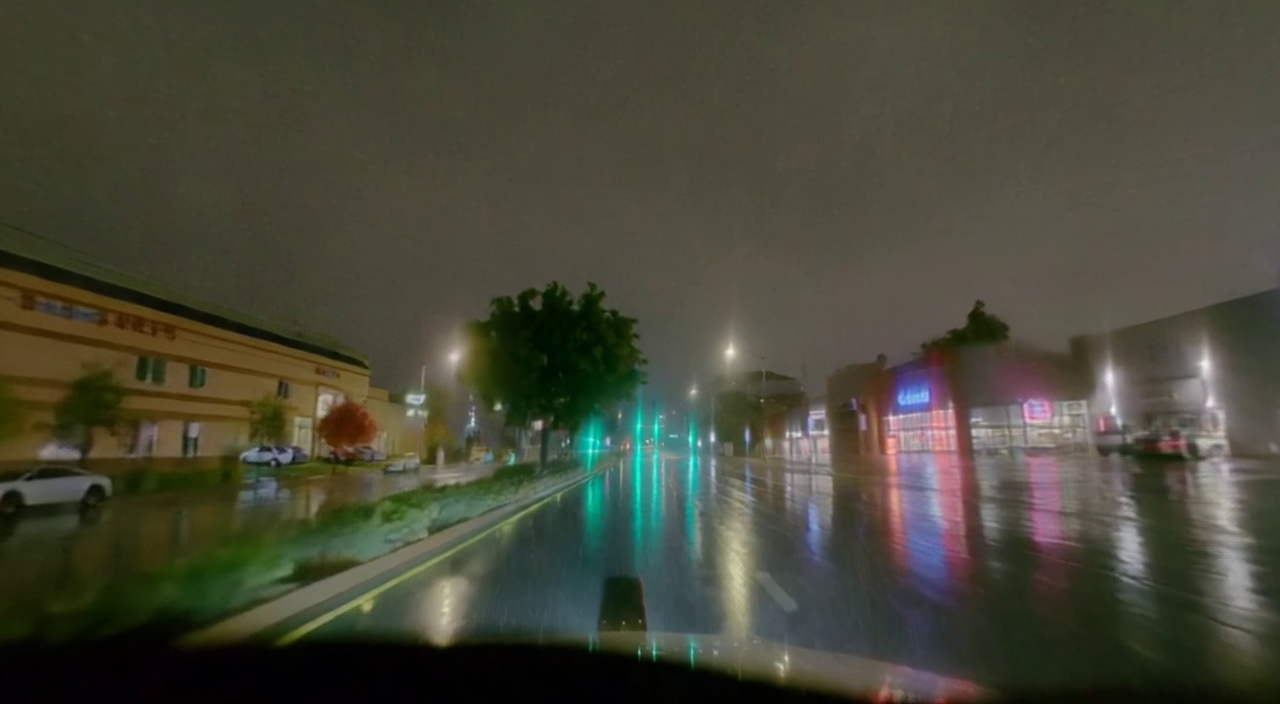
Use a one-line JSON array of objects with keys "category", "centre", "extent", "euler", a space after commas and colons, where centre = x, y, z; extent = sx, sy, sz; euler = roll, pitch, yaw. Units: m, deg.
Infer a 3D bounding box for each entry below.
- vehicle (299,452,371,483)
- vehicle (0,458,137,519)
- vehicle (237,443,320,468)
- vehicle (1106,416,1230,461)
[{"category": "vehicle", "centre": [-18.709, 7.096, 38.759], "extent": [2.012, 1.560, 4.782], "euler": [-1, -7, 1]}, {"category": "vehicle", "centre": [-19.039, 4.220, 19.805], "extent": [1.959, 1.535, 5.081], "euler": [-1, -7, 3]}, {"category": "vehicle", "centre": [-26.433, 7.579, 46.098], "extent": [4.667, 1.728, 2.276], "euler": [0, -7, -3]}, {"category": "vehicle", "centre": [32.683, 5.381, 39.182], "extent": [2.684, 2.559, 5.772], "euler": [0, -8, 1]}]
